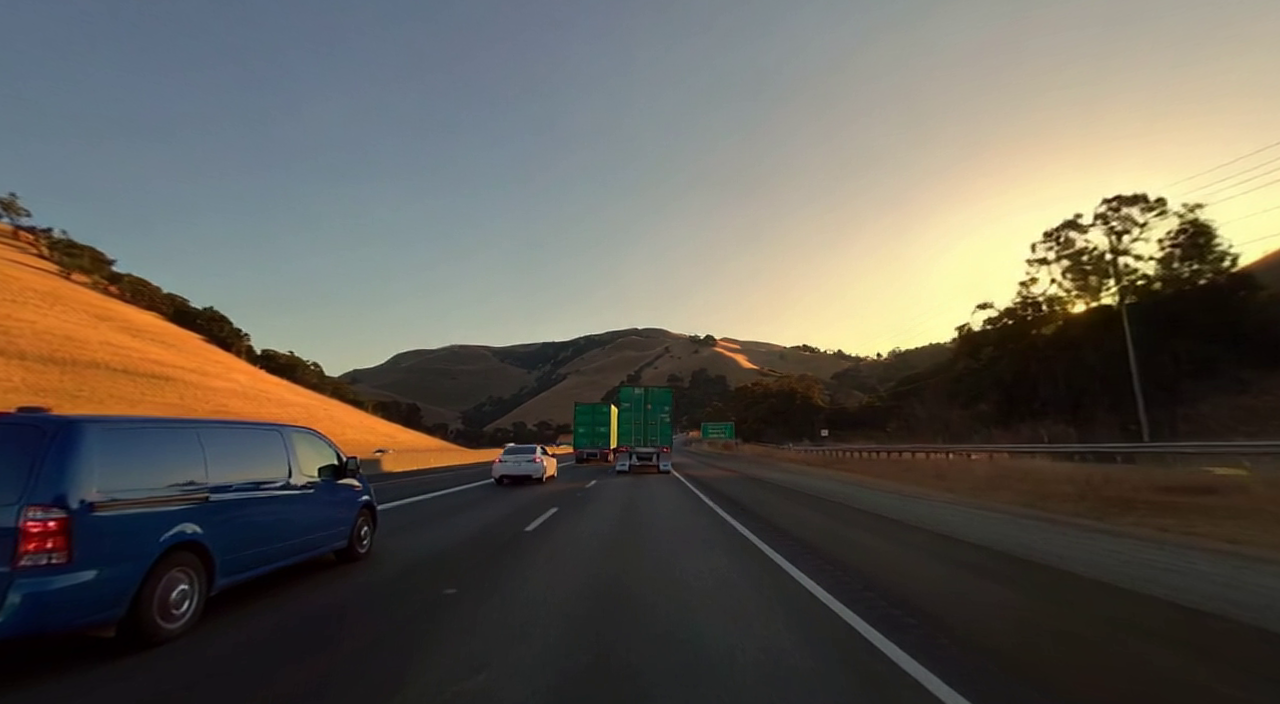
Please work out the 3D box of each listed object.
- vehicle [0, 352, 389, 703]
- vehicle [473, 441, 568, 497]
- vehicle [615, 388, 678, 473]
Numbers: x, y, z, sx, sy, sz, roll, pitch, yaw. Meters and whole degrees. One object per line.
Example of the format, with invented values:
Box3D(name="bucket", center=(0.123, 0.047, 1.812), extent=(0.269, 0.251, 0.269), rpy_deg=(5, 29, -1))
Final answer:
Box3D(name="vehicle", center=(-4.108, 1.182, 4.959), extent=(2.136, 1.779, 4.875), rpy_deg=(0, -8, 2))
Box3D(name="vehicle", center=(-3.421, 3.423, 18.912), extent=(1.950, 1.446, 4.224), rpy_deg=(0, -8, 1))
Box3D(name="vehicle", center=(0.461, 4.475, 35.137), extent=(2.913, 3.988, 10.874), rpy_deg=(0, -8, 2))
